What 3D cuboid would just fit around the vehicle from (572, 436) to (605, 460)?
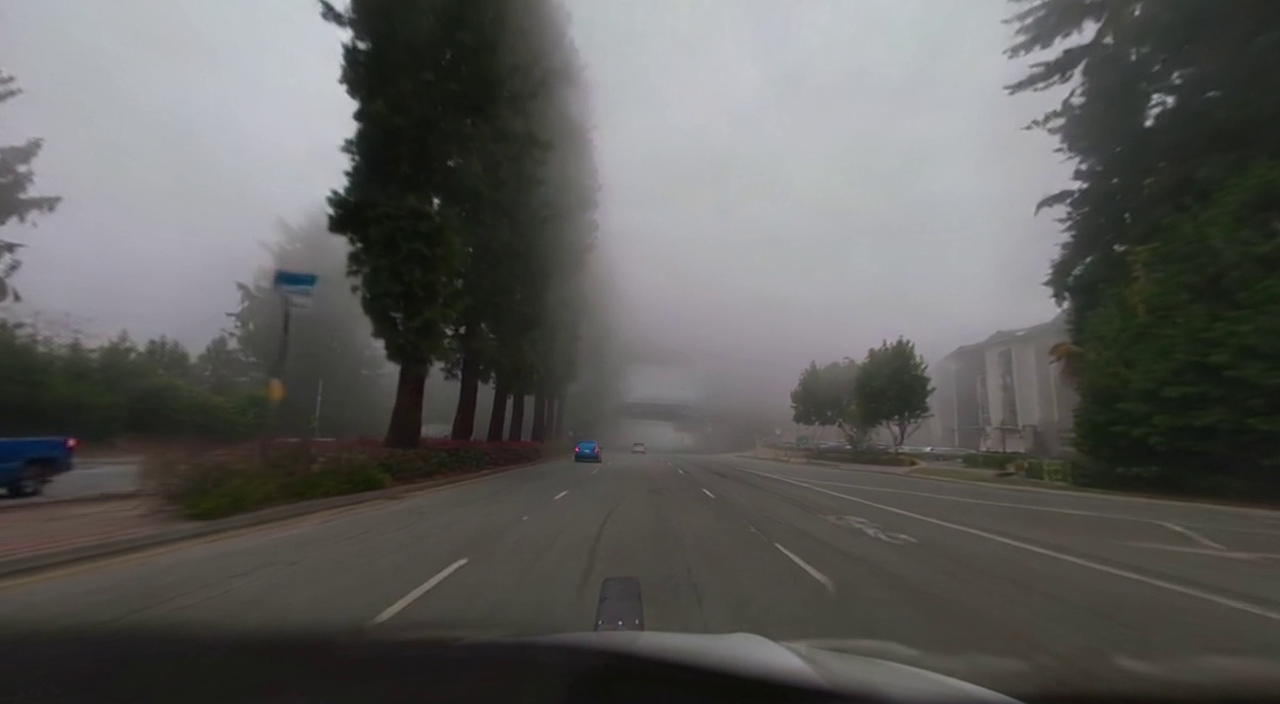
[{"bbox_3d":[-3.777,7.151,46.981,2.042,1.686,4.372,0,-9,1],"label":"vehicle"}]
